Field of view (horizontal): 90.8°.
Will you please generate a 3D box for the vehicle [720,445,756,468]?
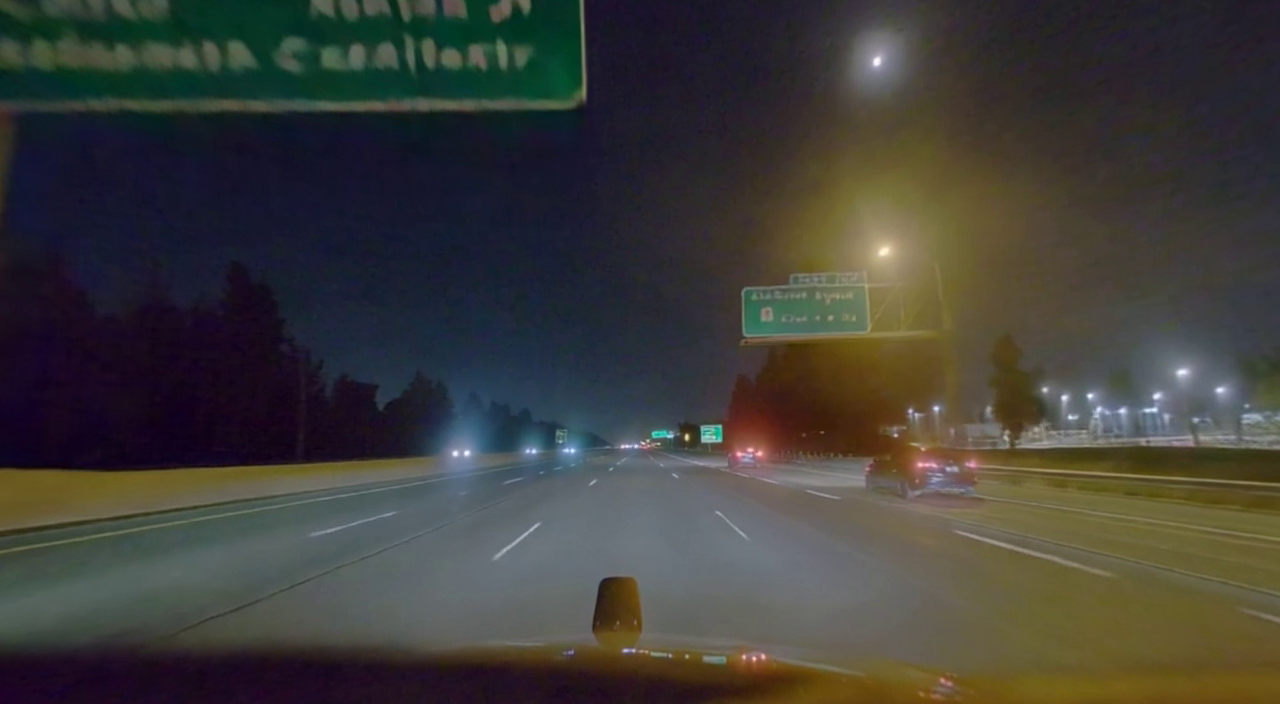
[{"bbox_3d":[7.190,7.672,46.686,1.958,1.498,4.447,0,-7,0],"label":"vehicle"}]
